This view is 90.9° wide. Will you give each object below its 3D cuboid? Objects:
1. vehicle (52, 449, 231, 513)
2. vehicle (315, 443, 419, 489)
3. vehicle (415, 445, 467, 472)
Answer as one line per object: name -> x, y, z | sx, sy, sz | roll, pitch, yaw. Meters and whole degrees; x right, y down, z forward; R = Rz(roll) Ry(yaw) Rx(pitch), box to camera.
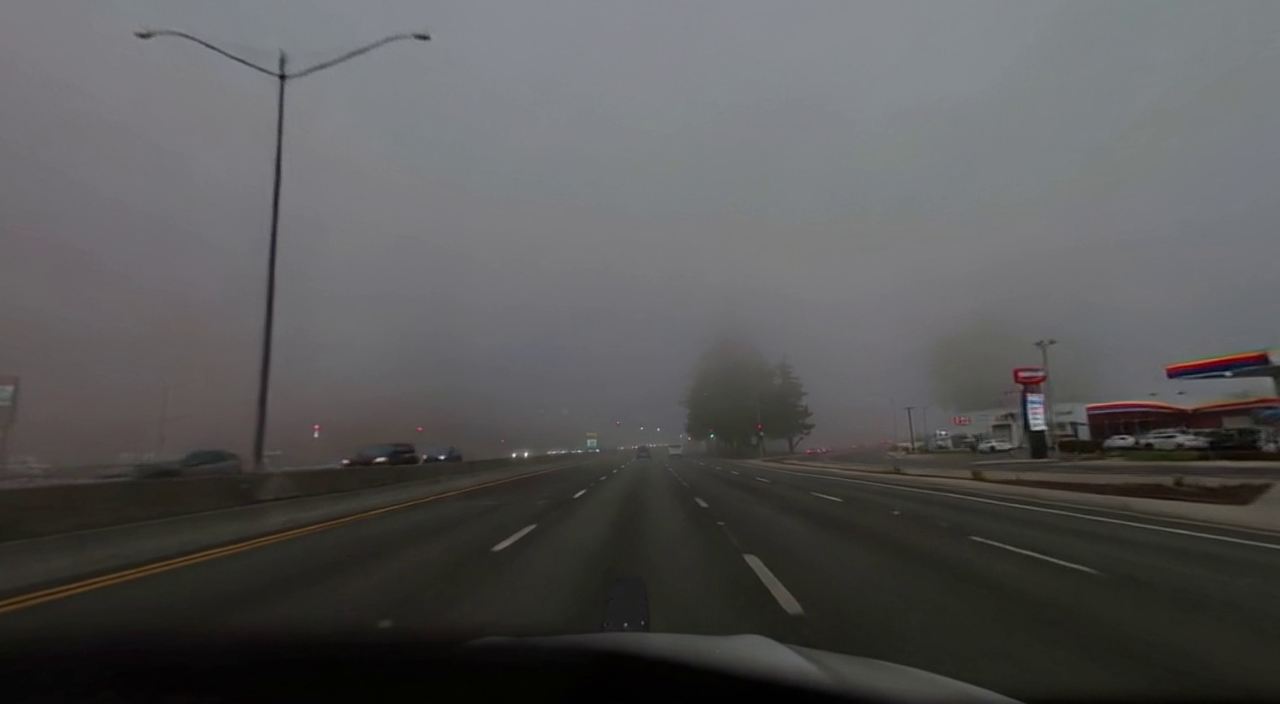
vehicle -> -13.319, 3.420, 17.191 | 1.722, 1.510, 3.779 | 0, -8, 1
vehicle -> -10.352, 4.324, 24.322 | 2.059, 1.621, 4.269 | 0, -8, 1
vehicle -> -13.479, 7.231, 42.988 | 2.078, 1.684, 4.505 | 0, -8, 1
